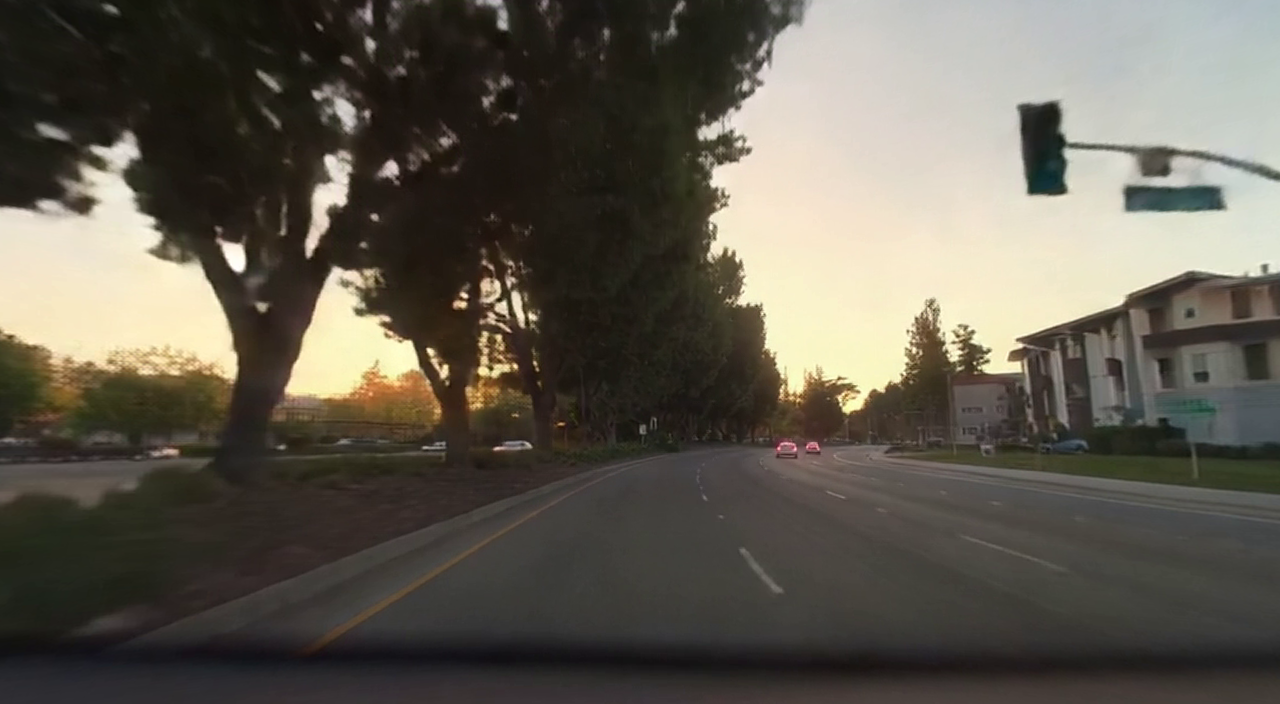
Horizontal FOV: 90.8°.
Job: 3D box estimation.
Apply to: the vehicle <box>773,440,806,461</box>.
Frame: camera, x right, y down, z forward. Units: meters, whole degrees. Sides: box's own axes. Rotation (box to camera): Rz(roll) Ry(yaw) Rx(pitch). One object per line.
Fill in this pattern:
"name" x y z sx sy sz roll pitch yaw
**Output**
"vehicle" 11.098 7.314 47.188 1.988 1.460 3.996 -1 -8 7
